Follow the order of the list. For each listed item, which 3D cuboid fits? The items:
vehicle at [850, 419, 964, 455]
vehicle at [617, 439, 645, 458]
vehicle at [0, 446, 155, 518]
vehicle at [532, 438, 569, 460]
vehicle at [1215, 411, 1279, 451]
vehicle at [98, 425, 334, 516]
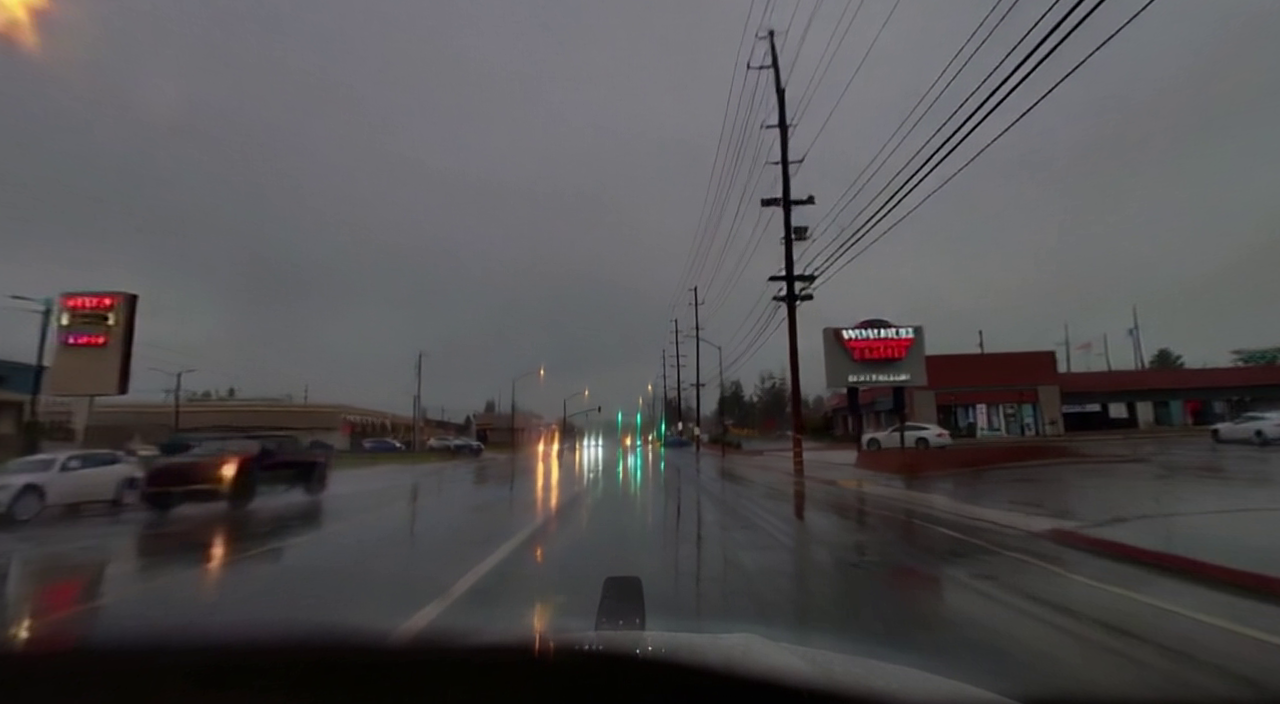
[{"bbox_3d":[13.515,4.301,32.152,4.836,1.750,2.079,0,-7,-1],"label":"vehicle"},{"bbox_3d":[-0.703,7.601,49.875,2.097,1.472,4.544,0,-8,-1],"label":"vehicle"},{"bbox_3d":[-14.814,3.109,15.463,1.954,1.519,5.051,-1,-8,-1],"label":"vehicle"},{"bbox_3d":[-6.568,7.200,46.922,1.987,1.515,4.789,0,-8,1],"label":"vehicle"},{"bbox_3d":[33.580,4.081,33.173,4.680,1.812,2.102,-3,-6,-2],"label":"vehicle"},{"bbox_3d":[-9.261,2.605,14.508,1.940,1.698,5.028,0,-8,0],"label":"vehicle"}]
